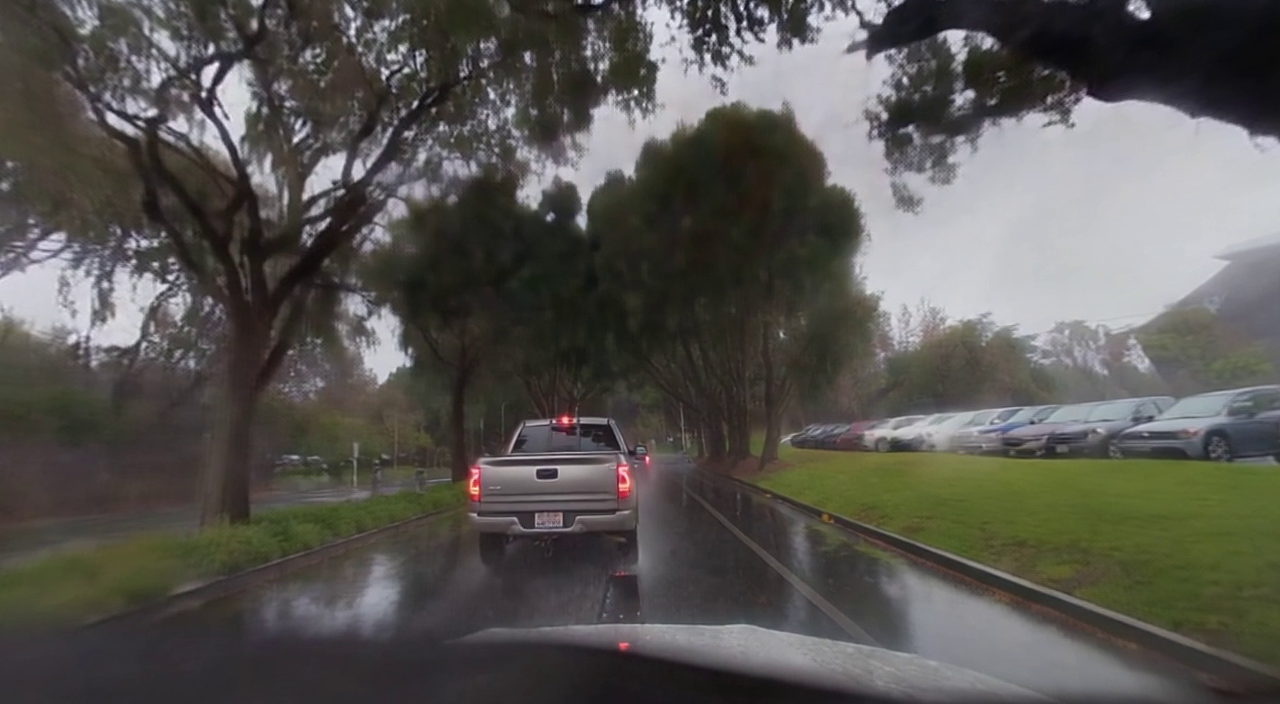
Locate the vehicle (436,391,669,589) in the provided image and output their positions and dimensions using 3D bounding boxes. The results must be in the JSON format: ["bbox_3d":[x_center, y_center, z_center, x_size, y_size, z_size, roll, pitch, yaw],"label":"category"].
[{"bbox_3d":[-0.749,1.651,8.441,2.157,1.816,5.039,0,-8,1],"label":"vehicle"}]

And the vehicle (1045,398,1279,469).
[{"bbox_3d":[11.833,1.815,14.014,4.298,1.392,1.944,-1,-8,2],"label":"vehicle"}]

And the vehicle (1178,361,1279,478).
[{"bbox_3d":[12.755,1.224,11.200,4.368,1.901,2.112,0,-8,2],"label":"vehicle"}]
